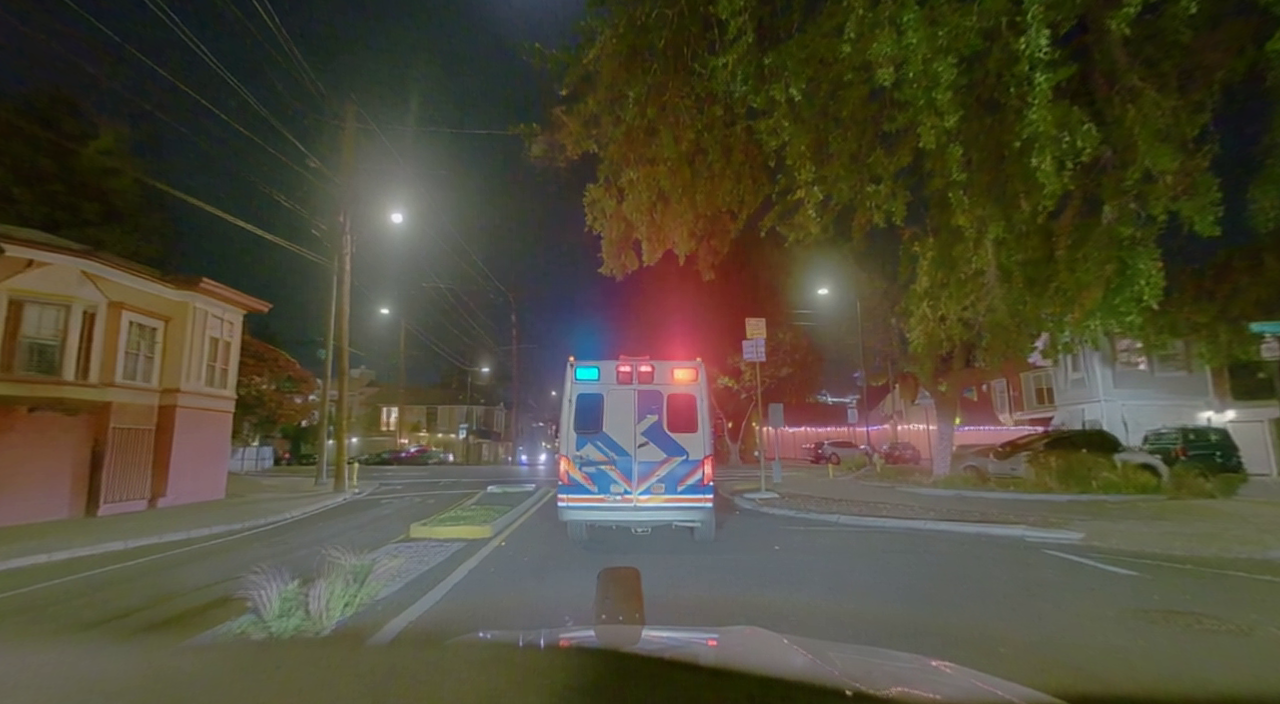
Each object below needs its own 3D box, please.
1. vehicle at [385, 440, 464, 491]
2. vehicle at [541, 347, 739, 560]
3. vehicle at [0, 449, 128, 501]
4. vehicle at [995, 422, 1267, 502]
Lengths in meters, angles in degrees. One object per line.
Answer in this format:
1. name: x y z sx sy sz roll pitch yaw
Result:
1. vehicle: -8.595 4.384 24.889 2.290 1.776 4.947 4 -9 -25
2. vehicle: 0.001 1.648 10.666 2.444 2.640 5.482 0 -8 0
3. vehicle: -18.813 3.736 19.389 4.412 1.468 1.914 0 -8 -3
4. vehicle: 13.141 2.978 17.382 5.270 1.966 2.329 -2 -9 11
